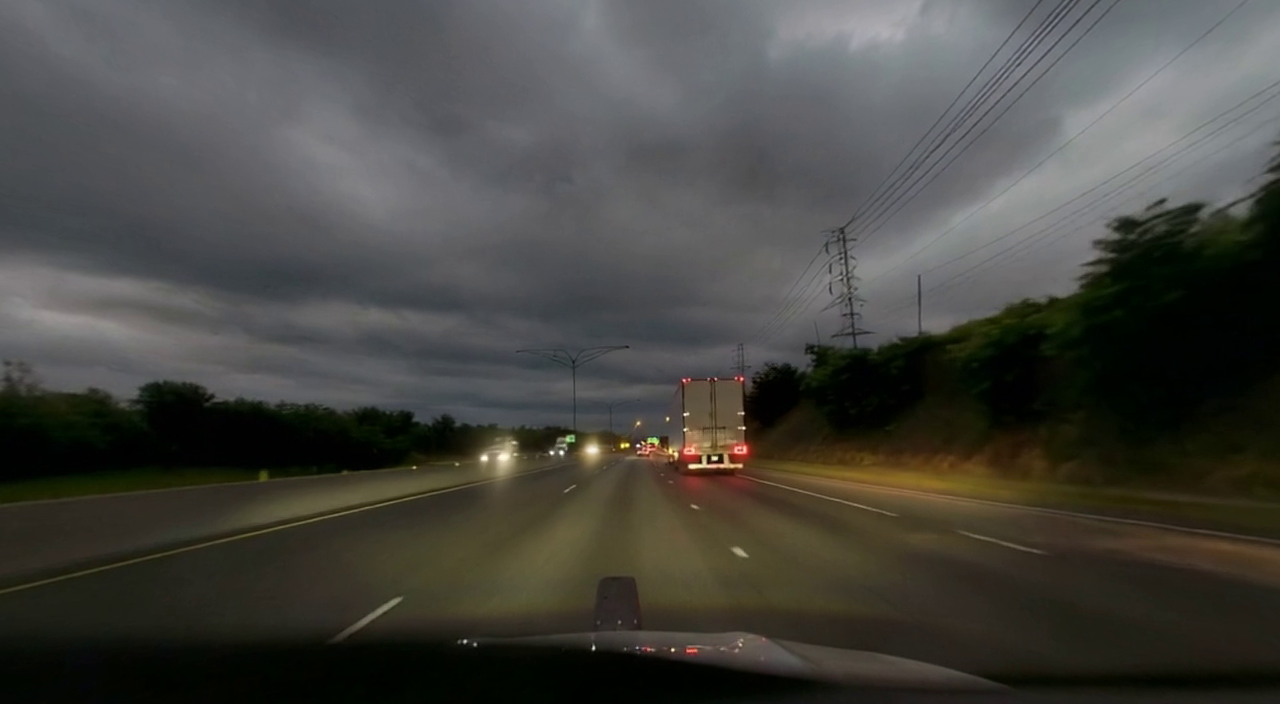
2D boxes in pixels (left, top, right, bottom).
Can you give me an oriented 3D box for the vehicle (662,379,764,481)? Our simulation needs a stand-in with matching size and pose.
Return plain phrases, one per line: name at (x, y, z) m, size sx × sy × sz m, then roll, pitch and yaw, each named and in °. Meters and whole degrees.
vehicle at (3.182, 4.385, 33.576) m, size 3.202 × 4.046 × 17.146 m, roll 0°, pitch -9°, yaw -1°
